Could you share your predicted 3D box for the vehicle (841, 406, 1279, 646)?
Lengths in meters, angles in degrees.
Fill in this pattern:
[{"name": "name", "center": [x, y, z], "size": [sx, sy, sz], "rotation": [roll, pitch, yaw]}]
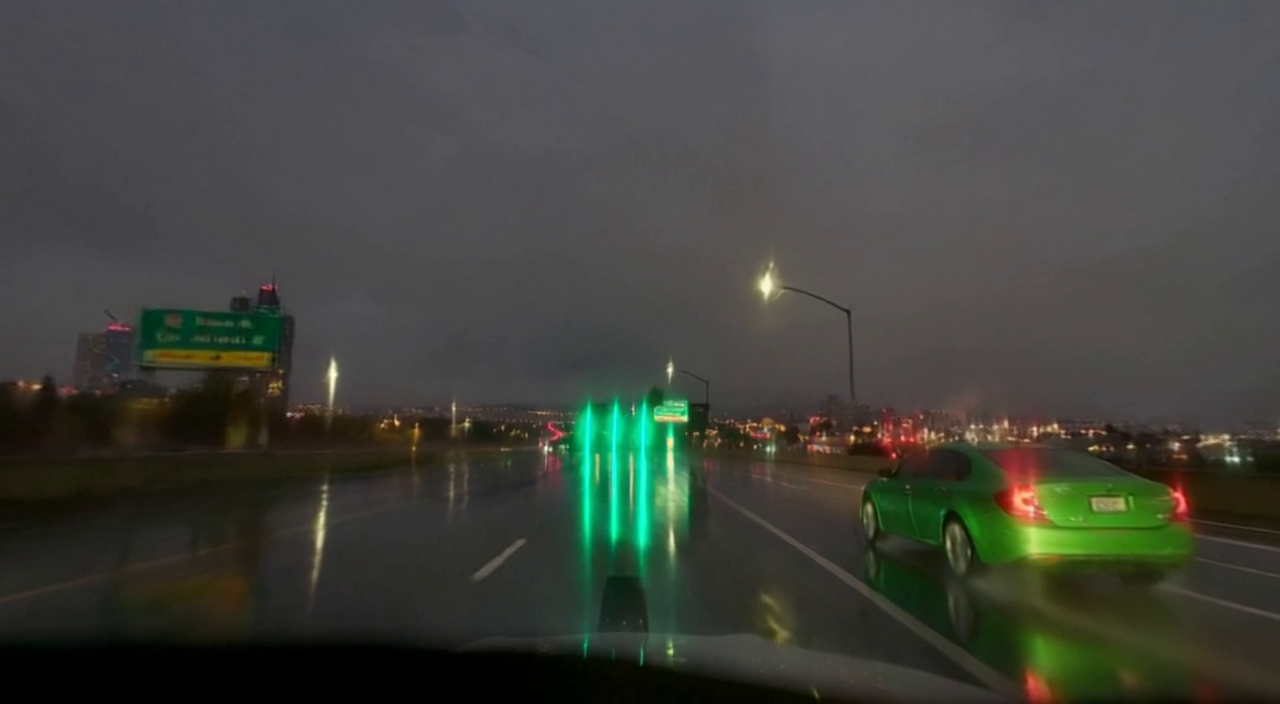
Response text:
[{"name": "vehicle", "center": [3.930, 1.506, 6.589], "size": [2.104, 1.575, 4.698], "rotation": [0, -9, 0]}]
